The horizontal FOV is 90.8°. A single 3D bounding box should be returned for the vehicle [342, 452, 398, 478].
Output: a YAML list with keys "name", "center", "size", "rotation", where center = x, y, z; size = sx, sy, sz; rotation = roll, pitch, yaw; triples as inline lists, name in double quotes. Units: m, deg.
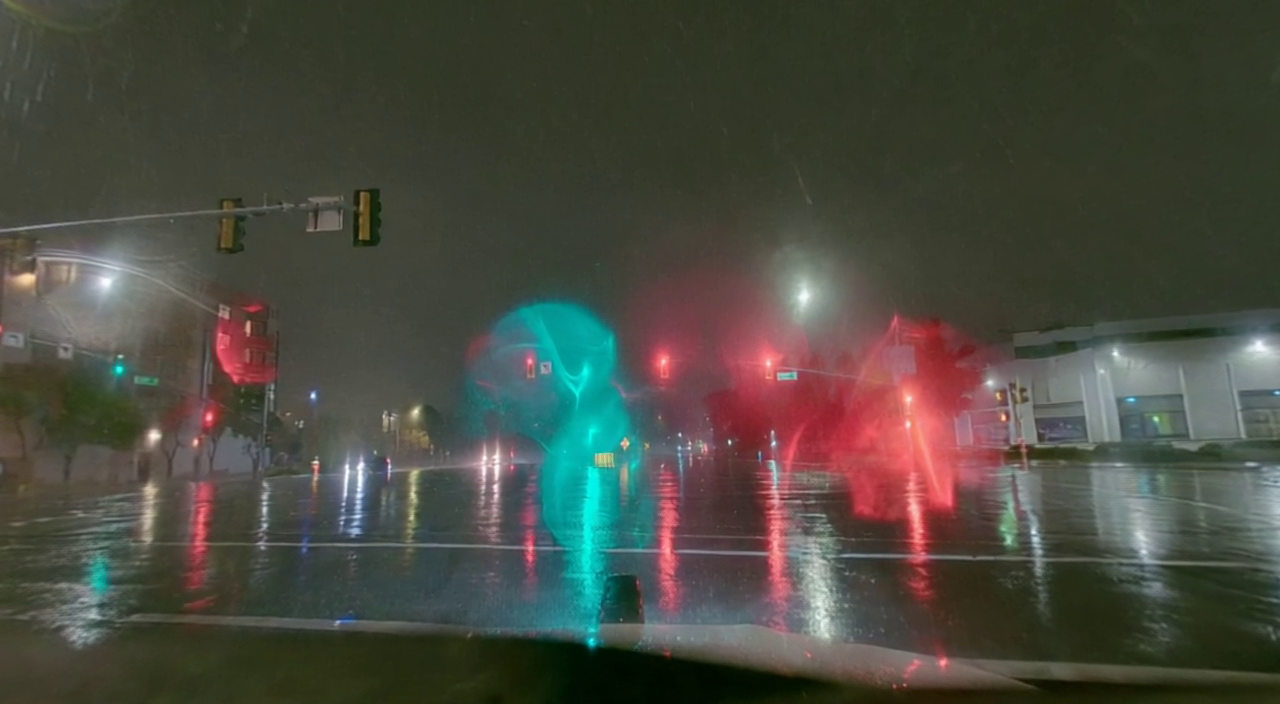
- name: "vehicle"
  center: [-18.830, 7.854, 44.255]
  size: [1.933, 1.664, 4.255]
  rotation: [0, -9, 1]
